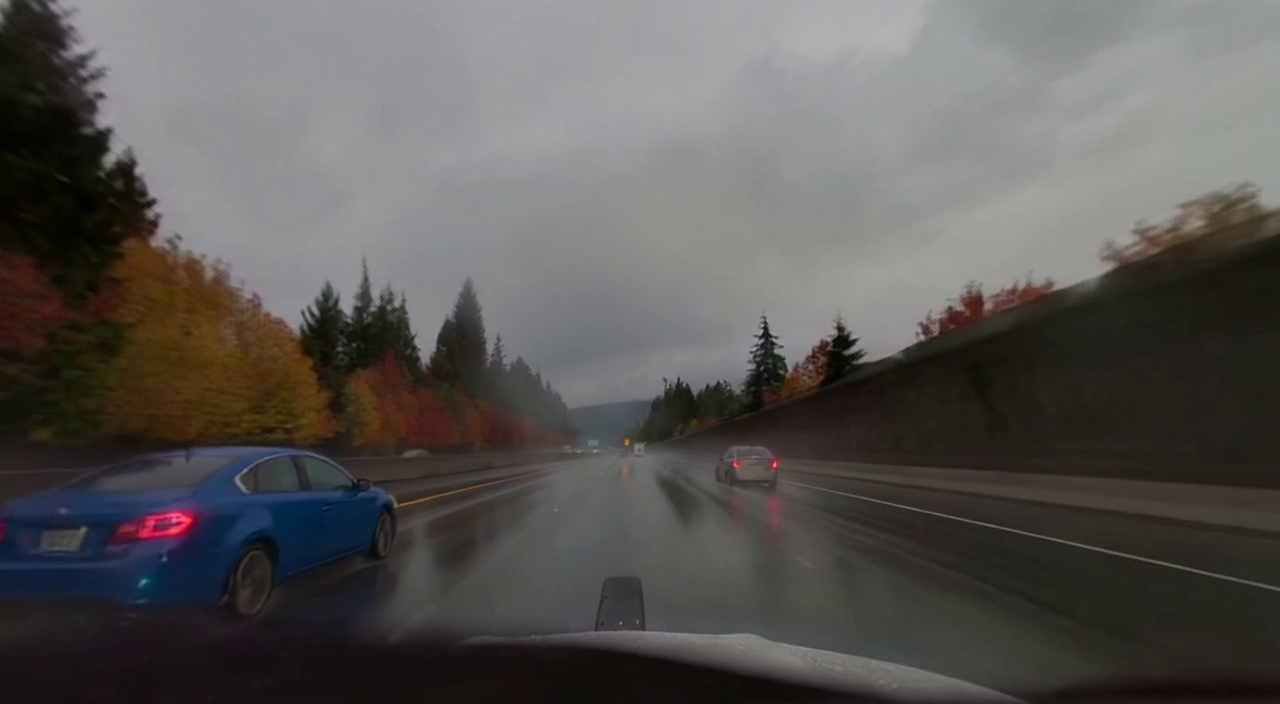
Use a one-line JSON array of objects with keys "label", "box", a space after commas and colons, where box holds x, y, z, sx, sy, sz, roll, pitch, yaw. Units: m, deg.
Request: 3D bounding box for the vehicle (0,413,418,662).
[{"label": "vehicle", "box": [-4.010, 1.498, 6.210, 2.010, 1.550, 4.376, 0, -9, 0]}]

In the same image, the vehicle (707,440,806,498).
[{"label": "vehicle", "box": [3.483, 3.609, 19.831, 2.146, 1.573, 4.661, 0, -9, -1]}]
